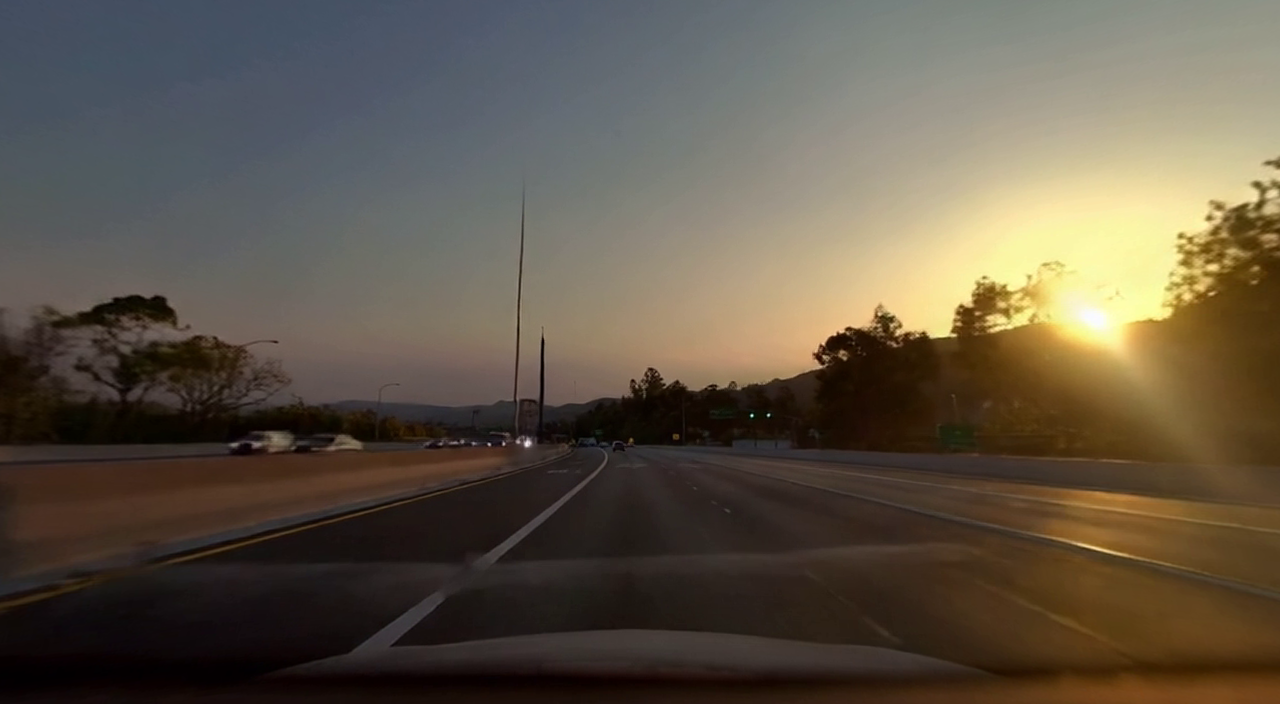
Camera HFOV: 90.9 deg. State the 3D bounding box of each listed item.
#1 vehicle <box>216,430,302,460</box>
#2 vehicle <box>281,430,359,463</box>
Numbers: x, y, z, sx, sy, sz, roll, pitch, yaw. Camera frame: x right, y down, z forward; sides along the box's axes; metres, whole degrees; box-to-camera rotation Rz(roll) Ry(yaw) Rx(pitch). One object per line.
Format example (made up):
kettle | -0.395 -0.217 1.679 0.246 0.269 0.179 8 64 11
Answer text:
vehicle | -26.637 6.537 44.444 2.668 1.913 5.887 0 -8 -4
vehicle | -17.462 5.199 34.663 1.933 1.660 4.631 0 -8 -1
